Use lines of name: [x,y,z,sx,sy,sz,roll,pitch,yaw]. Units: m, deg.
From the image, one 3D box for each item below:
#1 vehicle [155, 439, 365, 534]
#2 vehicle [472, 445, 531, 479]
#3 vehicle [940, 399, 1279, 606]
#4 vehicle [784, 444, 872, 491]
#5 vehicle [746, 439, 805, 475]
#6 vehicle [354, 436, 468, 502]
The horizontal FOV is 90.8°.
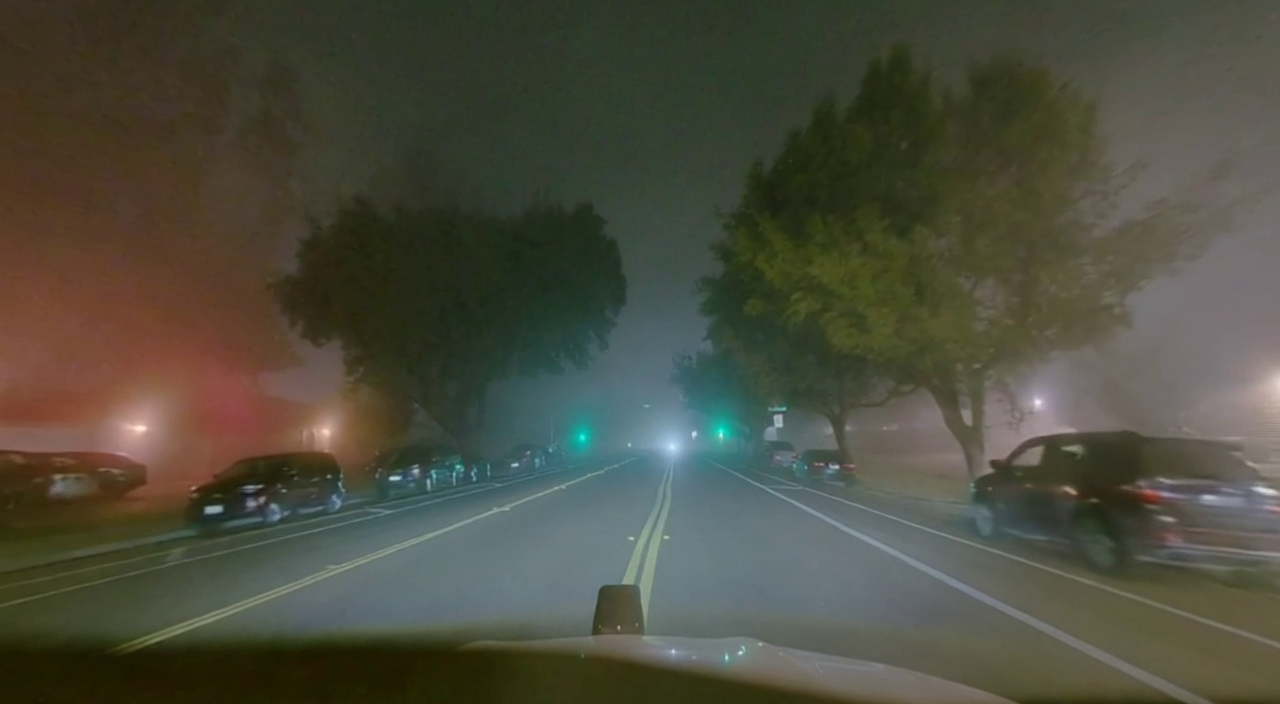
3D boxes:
vehicle: [-8.862,3.171,15.378,2.117,1.865,4.570,-3,-10,2]
vehicle: [-7.716,6.151,35.581,2.135,1.744,4.340,0,-8,3]
vehicle: [6.064,1.714,8.156,2.215,1.886,4.577,0,-8,2]
vehicle: [6.553,4.040,22.606,1.908,1.477,4.920,0,-8,3]
vehicle: [6.647,5.169,31.411,2.155,1.668,4.425,0,-8,3]
vehicle: [-8.420,4.305,23.801,2.225,2.037,5.158,-4,-8,2]
